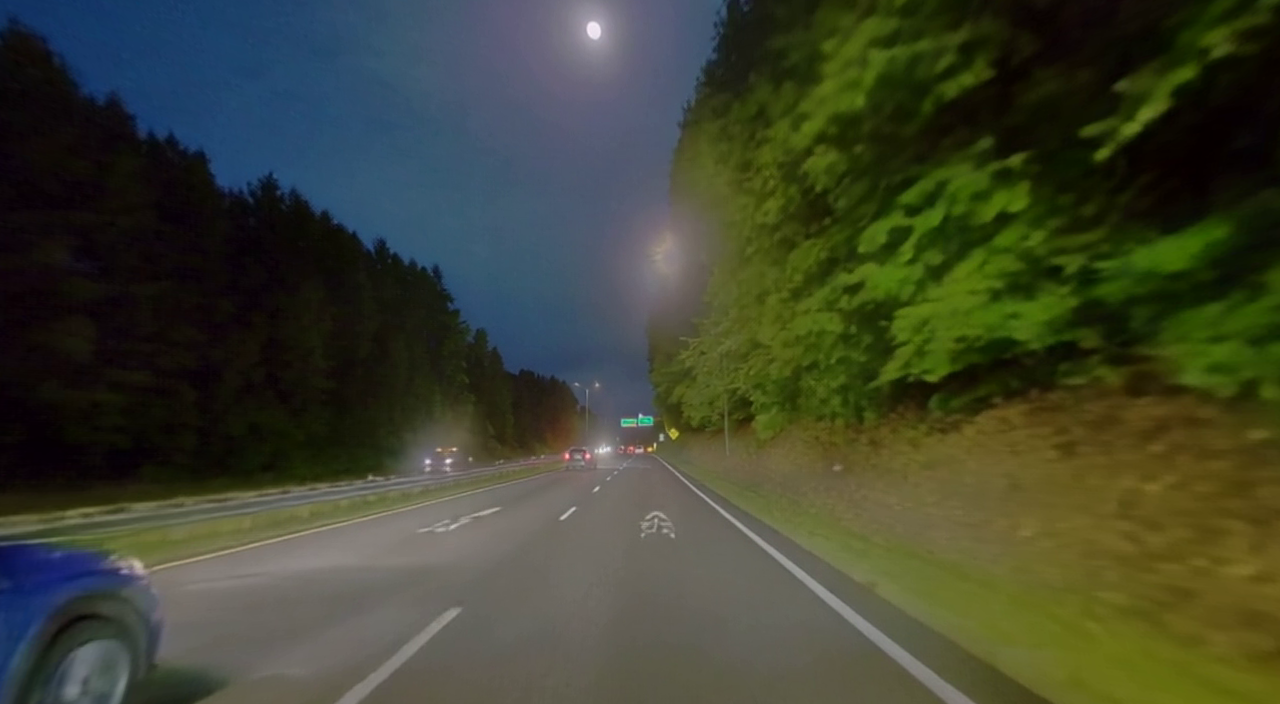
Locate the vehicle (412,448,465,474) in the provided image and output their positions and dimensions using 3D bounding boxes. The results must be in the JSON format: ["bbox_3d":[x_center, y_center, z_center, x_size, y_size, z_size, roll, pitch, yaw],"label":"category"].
[{"bbox_3d":[-12.754,6.903,40.105,1.937,1.523,4.070,-1,-9,1],"label":"vehicle"}]

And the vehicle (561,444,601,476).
[{"bbox_3d":[-3.051,5.661,33.193,1.675,1.537,3.574,-1,-9,1],"label":"vehicle"}]
